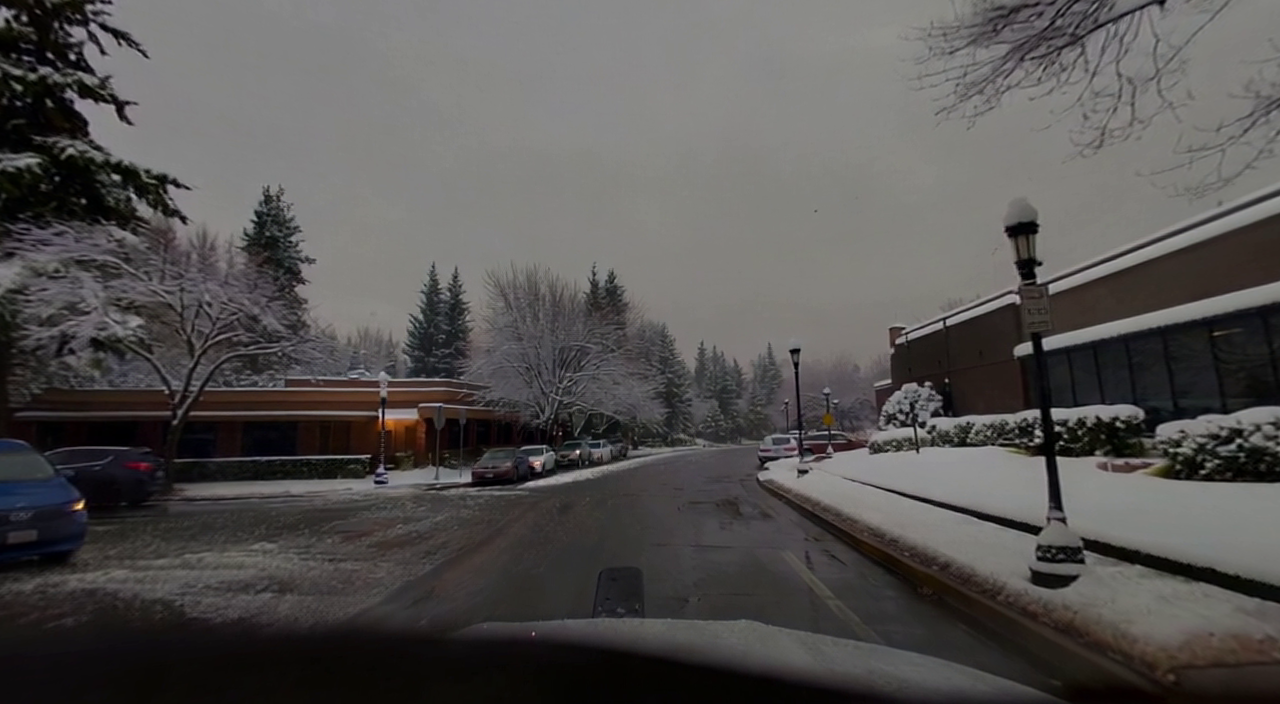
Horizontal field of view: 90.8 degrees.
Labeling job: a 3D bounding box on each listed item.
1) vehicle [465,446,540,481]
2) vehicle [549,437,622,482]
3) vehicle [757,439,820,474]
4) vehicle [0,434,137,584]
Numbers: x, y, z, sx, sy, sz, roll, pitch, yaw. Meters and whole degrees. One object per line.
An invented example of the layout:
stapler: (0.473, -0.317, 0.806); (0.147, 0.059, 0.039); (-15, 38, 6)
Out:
vehicle: (-6.053, 4.949, 28.393); (1.968, 1.443, 4.358); (-1, -9, 6)
vehicle: (-2.123, 4.367, 25.867); (2.110, 1.651, 4.410); (-1, -9, 7)
vehicle: (6.709, 4.755, 28.992); (1.918, 1.461, 4.419); (0, -8, 1)
vehicle: (-8.877, 1.875, 7.952); (4.141, 1.620, 1.876); (-3, -9, 18)
